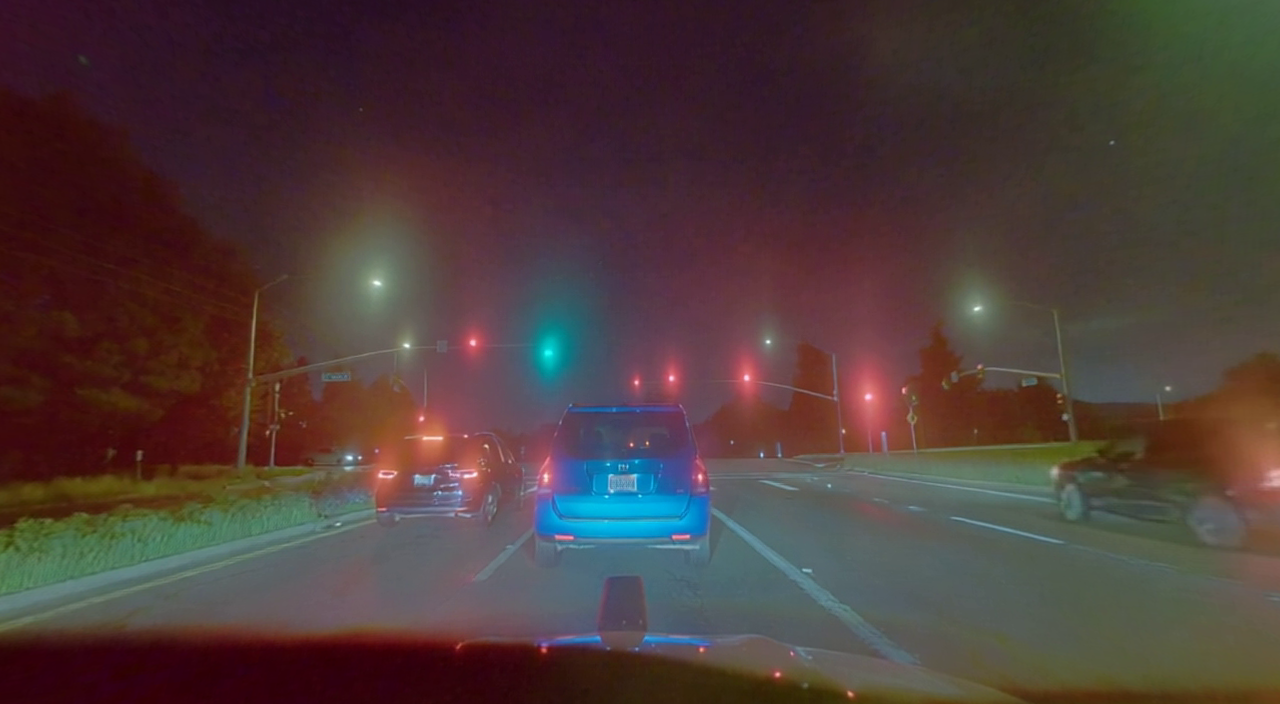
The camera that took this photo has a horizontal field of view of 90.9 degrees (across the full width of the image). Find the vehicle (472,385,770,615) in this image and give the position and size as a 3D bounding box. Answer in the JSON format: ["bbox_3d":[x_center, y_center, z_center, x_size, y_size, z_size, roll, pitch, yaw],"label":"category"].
[{"bbox_3d":[-0.157,1.450,7.050,2.298,1.770,4.138,0,-8,0],"label":"vehicle"}]

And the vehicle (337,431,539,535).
[{"bbox_3d":[-3.367,2.293,11.837,2.061,1.504,5.142,0,-8,0],"label":"vehicle"}]

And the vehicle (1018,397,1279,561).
[{"bbox_3d":[7.981,1.696,9.050,2.166,1.761,4.692,0,-8,0],"label":"vehicle"}]
